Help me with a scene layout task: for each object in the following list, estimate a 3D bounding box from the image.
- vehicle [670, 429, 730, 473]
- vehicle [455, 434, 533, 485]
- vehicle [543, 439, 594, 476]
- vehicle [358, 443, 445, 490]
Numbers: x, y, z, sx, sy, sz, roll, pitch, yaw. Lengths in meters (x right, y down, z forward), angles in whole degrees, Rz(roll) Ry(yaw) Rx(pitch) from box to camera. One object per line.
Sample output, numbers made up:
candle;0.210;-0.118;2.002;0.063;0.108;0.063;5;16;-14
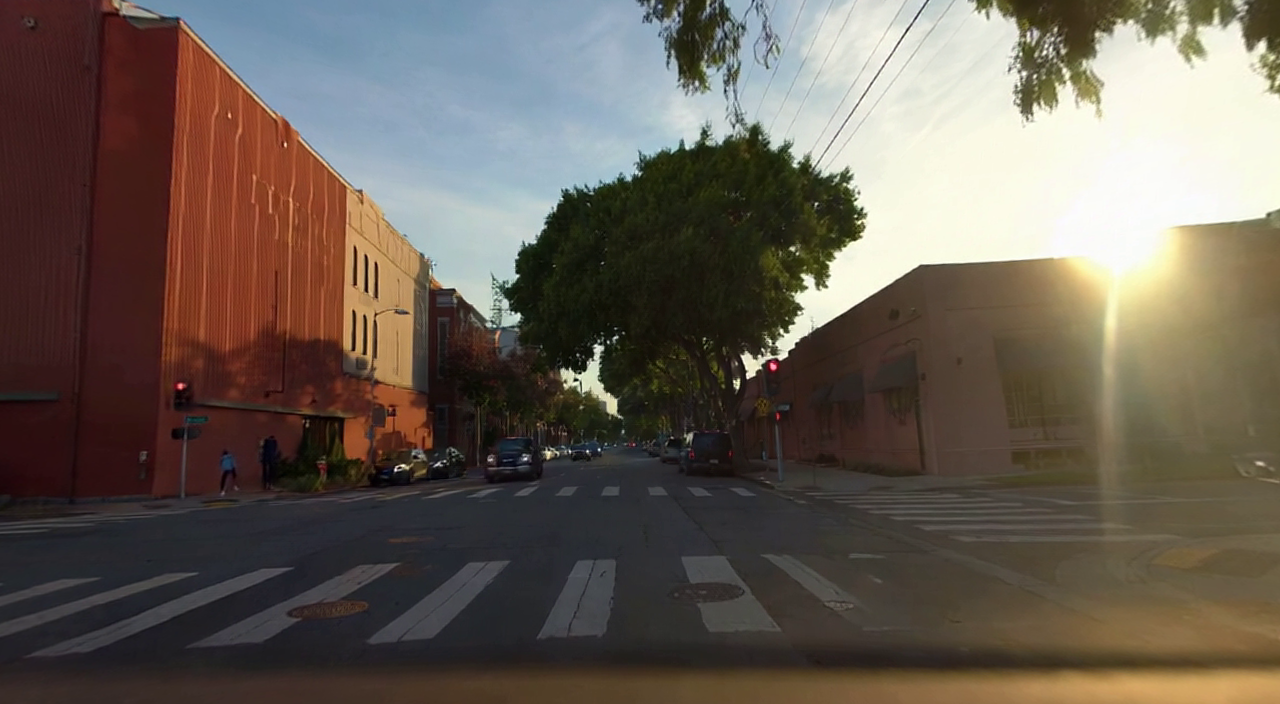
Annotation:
vehicle;3.100;5.312;34.075;2.557;2.188;5.164;1;-8;-2
vehicle;-5.960;4.444;26.432;2.242;1.887;4.924;0;-8;-2
vehicle;-3.284;4.933;29.693;2.033;1.596;4.142;0;-8;-2
vehicle;-9.909;4.746;26.596;2.216;1.804;4.526;1;-8;-5
